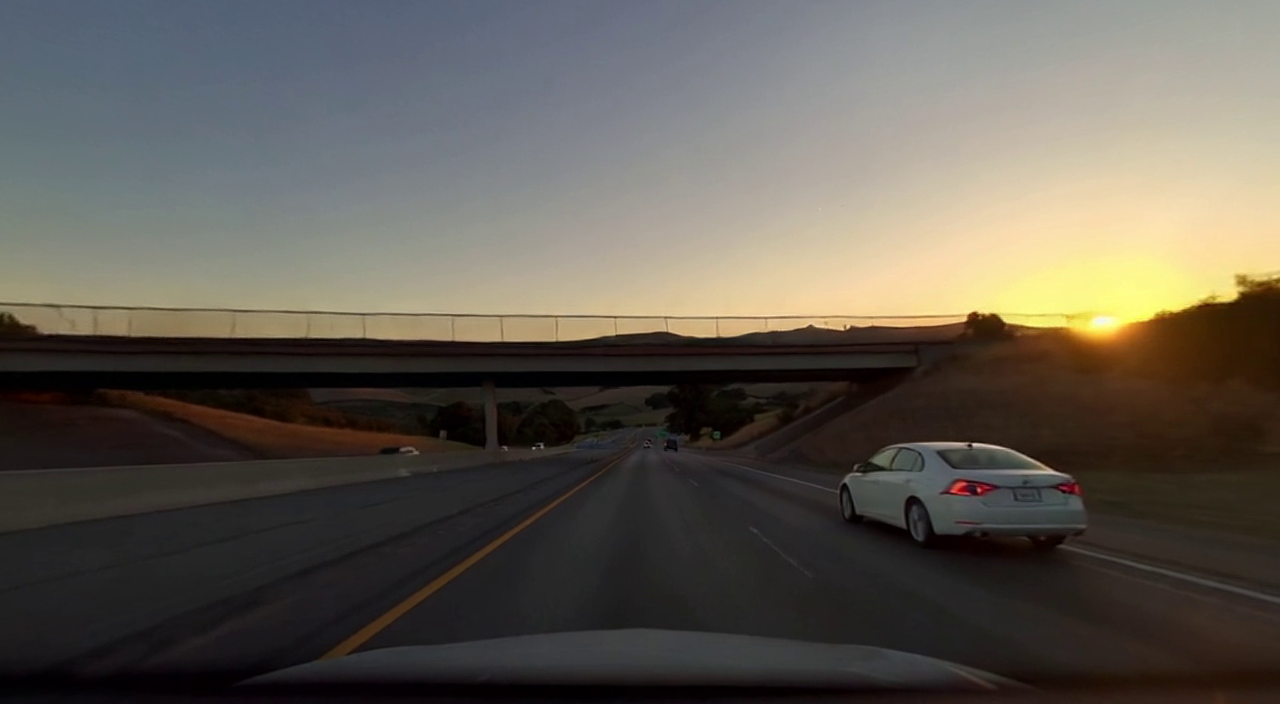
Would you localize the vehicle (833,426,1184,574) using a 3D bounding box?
[{"bbox_3d":[4.519,1.862,8.877,2.027,1.487,4.718,0,-8,-1],"label":"vehicle"}]
